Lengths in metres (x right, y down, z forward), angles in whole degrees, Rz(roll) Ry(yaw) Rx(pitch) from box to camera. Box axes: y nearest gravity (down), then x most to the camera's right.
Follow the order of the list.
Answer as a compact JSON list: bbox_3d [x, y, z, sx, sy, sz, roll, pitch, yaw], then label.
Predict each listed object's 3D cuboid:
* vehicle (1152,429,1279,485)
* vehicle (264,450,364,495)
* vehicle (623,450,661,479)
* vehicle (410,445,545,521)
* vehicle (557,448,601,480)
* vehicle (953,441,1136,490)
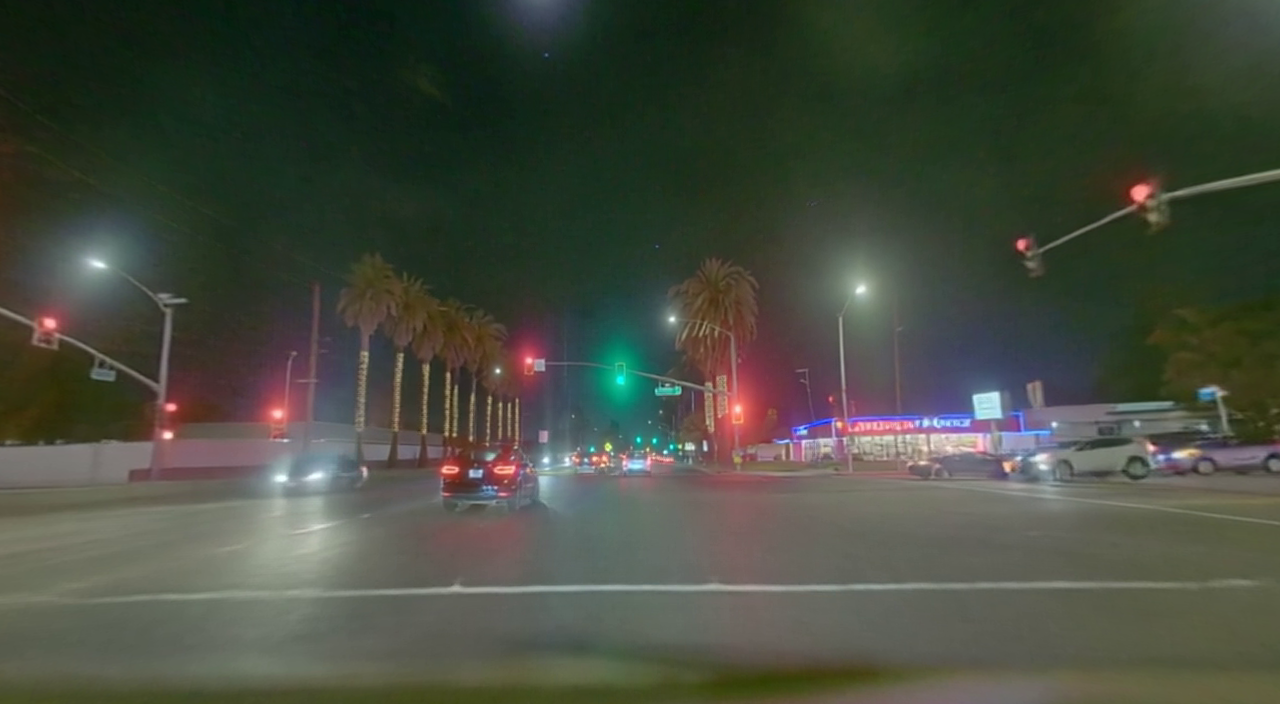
[{"bbox_3d":[20.309,3.460,20.855,4.699,1.716,2.108,0,-8,-1],"label":"vehicle"},{"bbox_3d":[-12.517,4.607,24.393,1.818,1.559,3.721,0,-8,1],"label":"vehicle"},{"bbox_3d":[0.124,6.450,36.323,2.094,1.496,4.070,0,-8,0],"label":"vehicle"},{"bbox_3d":[-3.602,2.966,14.849,1.904,1.513,4.410,-1,-8,2],"label":"vehicle"},{"bbox_3d":[-3.360,6.195,35.133,1.979,1.634,3.957,0,-8,1],"label":"vehicle"},{"bbox_3d":[13.137,3.693,20.655,4.532,1.504,2.087,0,-8,0],"label":"vehicle"}]
